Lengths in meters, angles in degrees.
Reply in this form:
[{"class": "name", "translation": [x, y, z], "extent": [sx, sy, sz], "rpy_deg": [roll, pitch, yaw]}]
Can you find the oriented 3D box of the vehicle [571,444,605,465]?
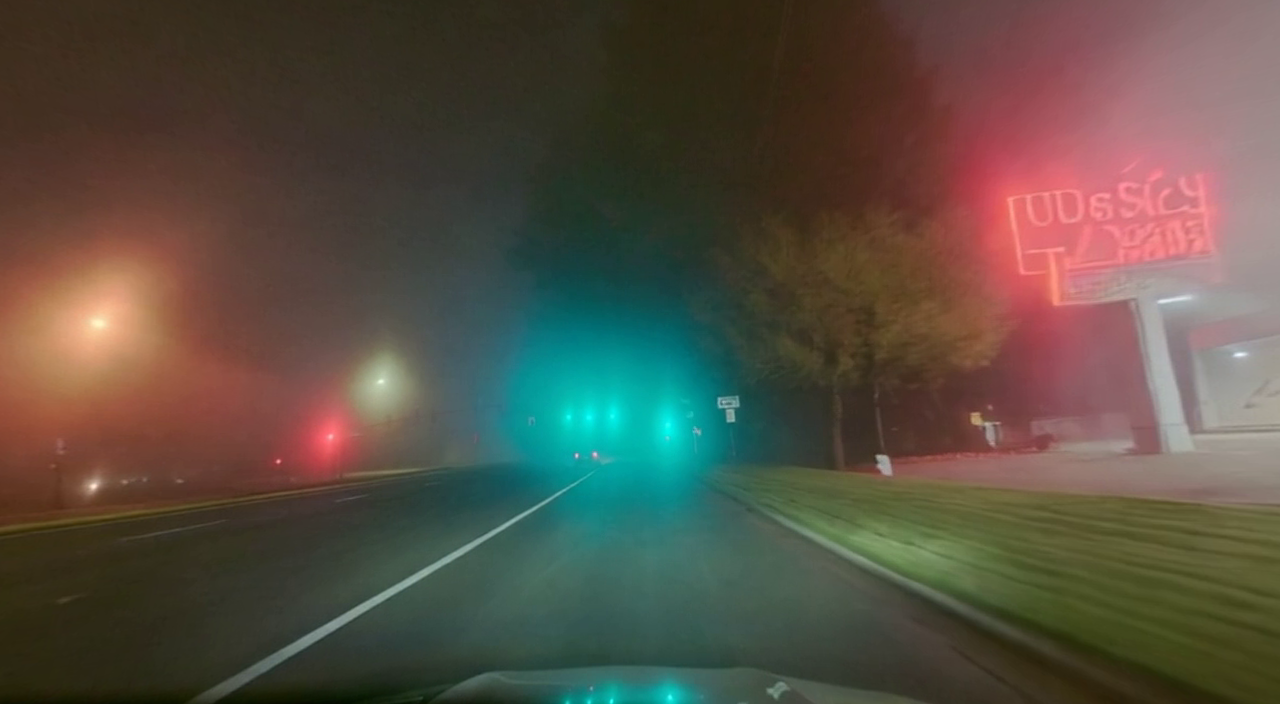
[{"class": "vehicle", "translation": [-3.700, 7.392, 45.733], "extent": [2.054, 1.449, 4.772], "rpy_deg": [0, -8, 1]}]
